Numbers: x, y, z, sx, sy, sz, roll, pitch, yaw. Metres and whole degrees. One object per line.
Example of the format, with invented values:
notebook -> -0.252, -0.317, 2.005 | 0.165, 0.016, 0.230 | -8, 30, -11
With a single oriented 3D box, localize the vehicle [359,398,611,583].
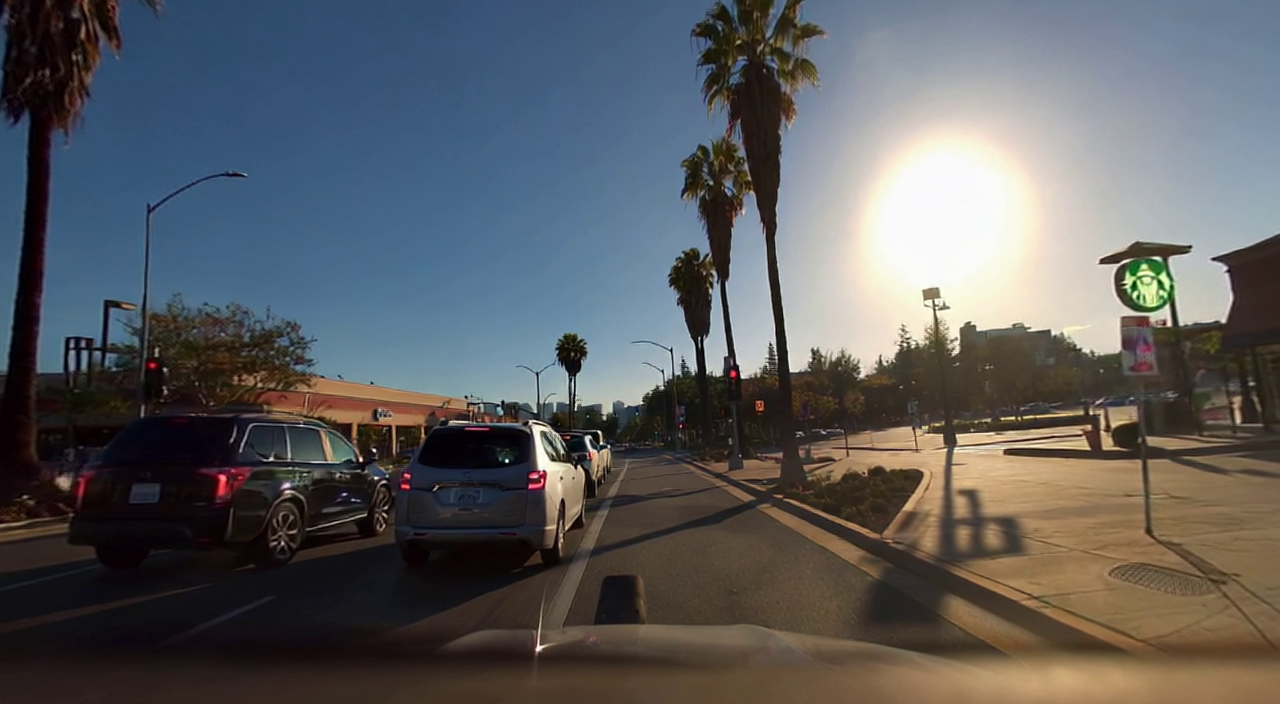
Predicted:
vehicle -> -1.584, 1.662, 8.299 | 2.153, 1.759, 4.320 | 0, -9, 1

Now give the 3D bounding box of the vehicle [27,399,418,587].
vehicle -> -5.025, 1.768, 8.760 | 2.025, 1.862, 4.804 | 0, -9, 1
